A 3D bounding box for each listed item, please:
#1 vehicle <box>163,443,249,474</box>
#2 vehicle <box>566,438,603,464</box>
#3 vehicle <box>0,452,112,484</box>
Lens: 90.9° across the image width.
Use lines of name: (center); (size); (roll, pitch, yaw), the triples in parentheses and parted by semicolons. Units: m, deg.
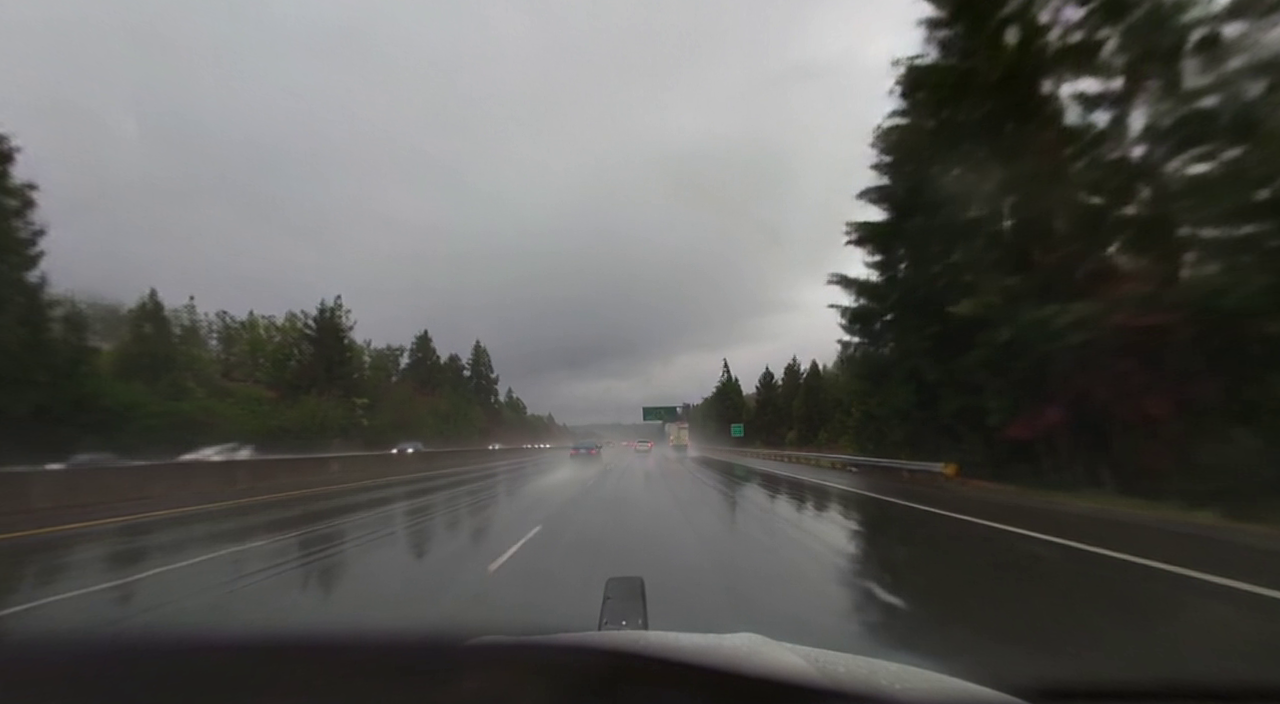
vehicle: (-25.398, 6.234, 37.112); (1.883, 1.678, 4.440); (0, -9, 0)
vehicle: (-3.518, 6.362, 40.662); (2.025, 1.571, 3.662); (-1, -9, 1)
vehicle: (-29.498, 5.788, 31.828); (1.846, 1.449, 4.468); (0, -9, 0)
